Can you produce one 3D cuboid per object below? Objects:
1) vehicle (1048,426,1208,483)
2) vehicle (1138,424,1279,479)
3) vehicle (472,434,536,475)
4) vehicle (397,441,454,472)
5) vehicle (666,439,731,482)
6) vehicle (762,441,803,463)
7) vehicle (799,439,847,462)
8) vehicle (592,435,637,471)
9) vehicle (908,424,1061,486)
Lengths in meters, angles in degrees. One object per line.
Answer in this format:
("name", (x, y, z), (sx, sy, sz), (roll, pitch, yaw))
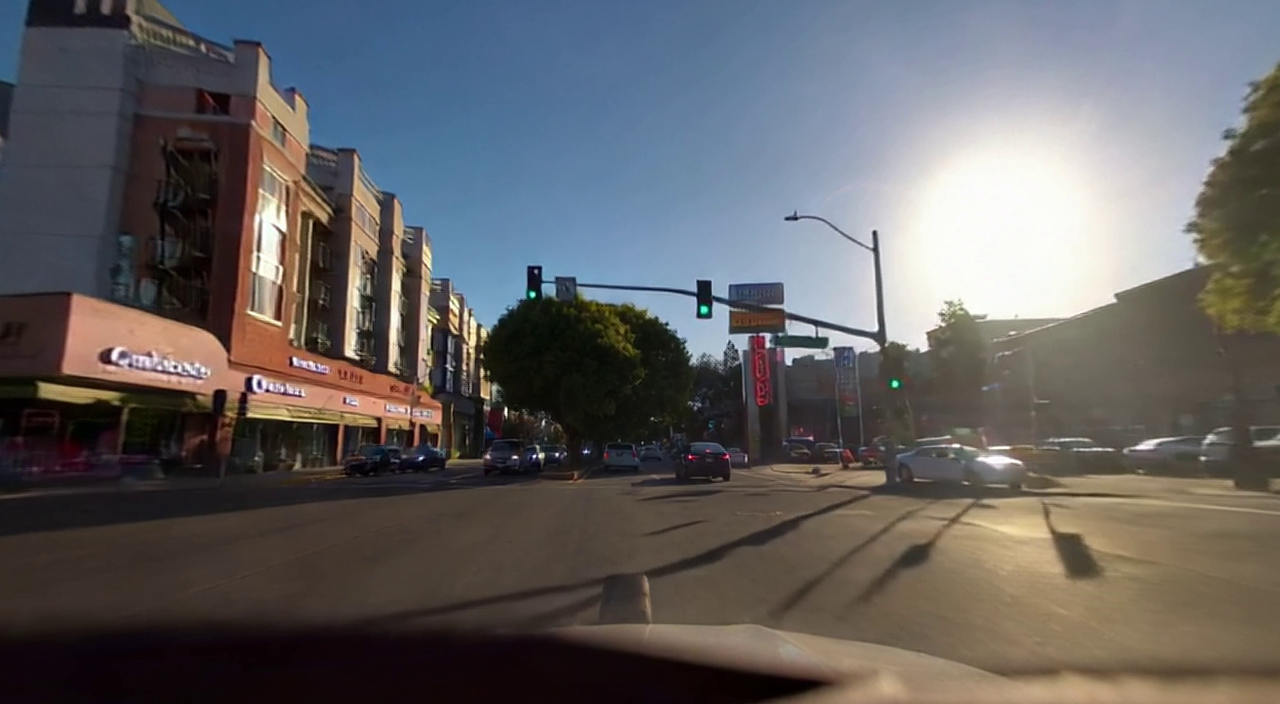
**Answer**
("vehicle", (17.204, 3.643, 22.621), (2.020, 1.796, 4.600), (-1, -8, 0))
("vehicle", (20.496, 3.488, 22.317), (2.143, 1.731, 4.290), (0, -8, 0))
("vehicle", (-6.460, 4.891, 30.455), (2.242, 1.740, 4.659), (-1, -7, -2))
("vehicle", (-13.384, 6.528, 39.569), (2.106, 1.779, 4.467), (0, -8, -1))
("vehicle", (2.239, 4.292, 25.209), (2.046, 1.540, 3.883), (1, -8, -3))
("vehicle", (11.015, 7.719, 48.970), (2.058, 1.493, 4.612), (-2, -8, 0))
("vehicle", (14.108, 7.605, 48.894), (2.007, 1.642, 5.001), (-2, -8, -3))
("vehicle", (-1.369, 5.517, 34.586), (2.301, 1.837, 4.411), (0, -8, -2))
("vehicle", (11.897, 3.593, 22.294), (2.304, 1.907, 4.844), (0, -8, -6))
